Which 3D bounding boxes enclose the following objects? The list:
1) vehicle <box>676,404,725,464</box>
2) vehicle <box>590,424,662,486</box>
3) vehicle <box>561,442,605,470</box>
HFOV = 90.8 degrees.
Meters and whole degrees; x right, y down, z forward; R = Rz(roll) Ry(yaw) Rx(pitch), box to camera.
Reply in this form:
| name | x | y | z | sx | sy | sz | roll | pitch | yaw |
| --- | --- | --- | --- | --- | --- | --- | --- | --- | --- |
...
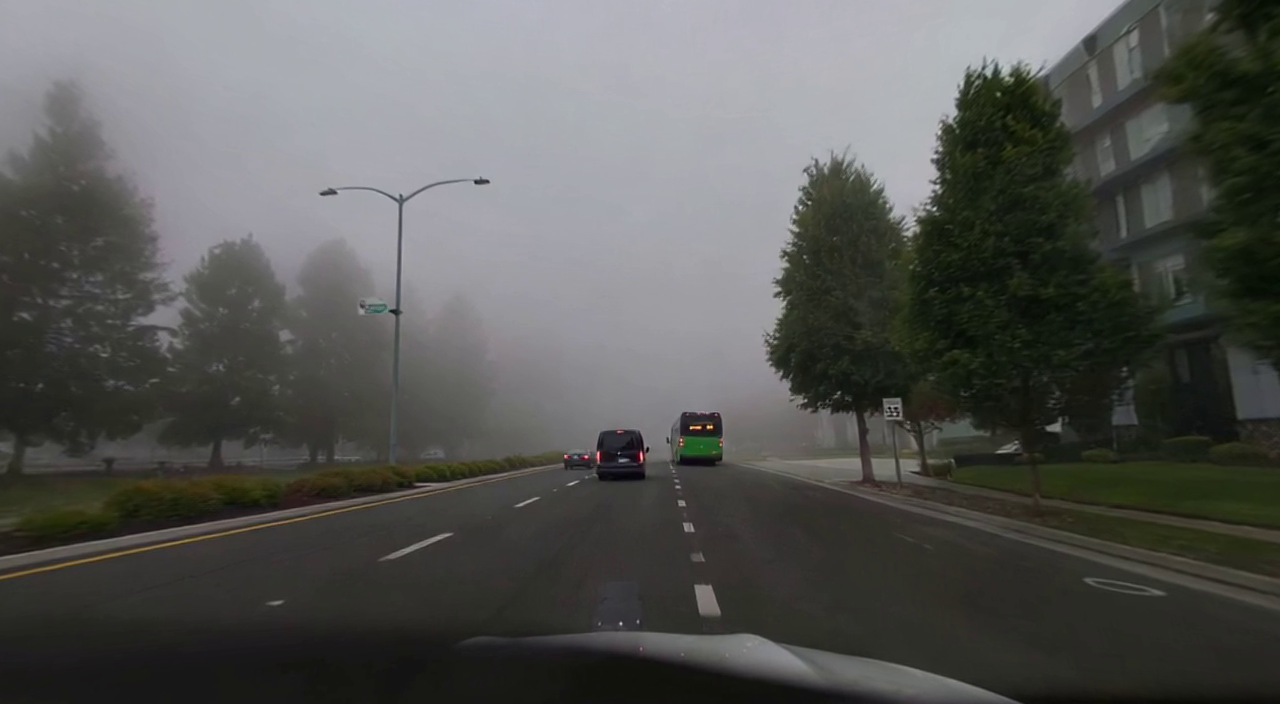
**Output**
| name | x | y | z | sx | sy | sz | roll | pitch | yaw |
| --- | --- | --- | --- | --- | --- | --- | --- | --- | --- |
| vehicle | 4.431 | 6.468 | 48.903 | 2.970 | 4.005 | 13.429 | -1 | -9 | 2 |
| vehicle | -0.391 | 3.937 | 24.359 | 2.336 | 2.122 | 5.207 | -1 | -9 | 3 |
| vehicle | -3.459 | 6.453 | 39.361 | 2.109 | 1.672 | 4.256 | -1 | -9 | 3 |
